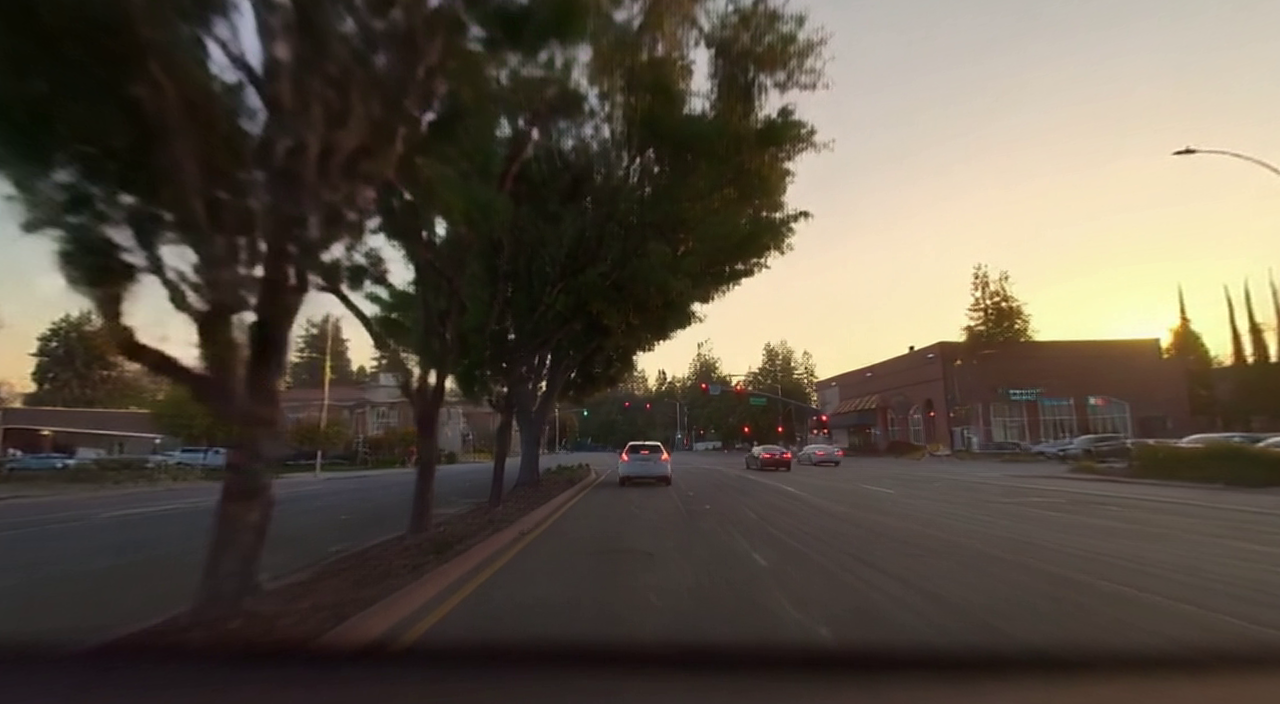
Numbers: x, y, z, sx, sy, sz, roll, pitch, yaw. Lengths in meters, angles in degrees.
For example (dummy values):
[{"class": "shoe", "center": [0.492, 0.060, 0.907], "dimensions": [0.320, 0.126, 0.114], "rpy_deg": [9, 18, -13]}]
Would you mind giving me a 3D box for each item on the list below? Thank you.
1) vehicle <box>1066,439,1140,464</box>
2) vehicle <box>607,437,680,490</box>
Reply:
[{"class": "vehicle", "center": [32.123, 6.896, 43.991], "dimensions": [1.873, 1.588, 4.133], "rpy_deg": [-2, -8, -1]}, {"class": "vehicle", "center": [0.089, 3.476, 19.968], "dimensions": [2.064, 1.477, 3.968], "rpy_deg": [0, -9, 0]}]
